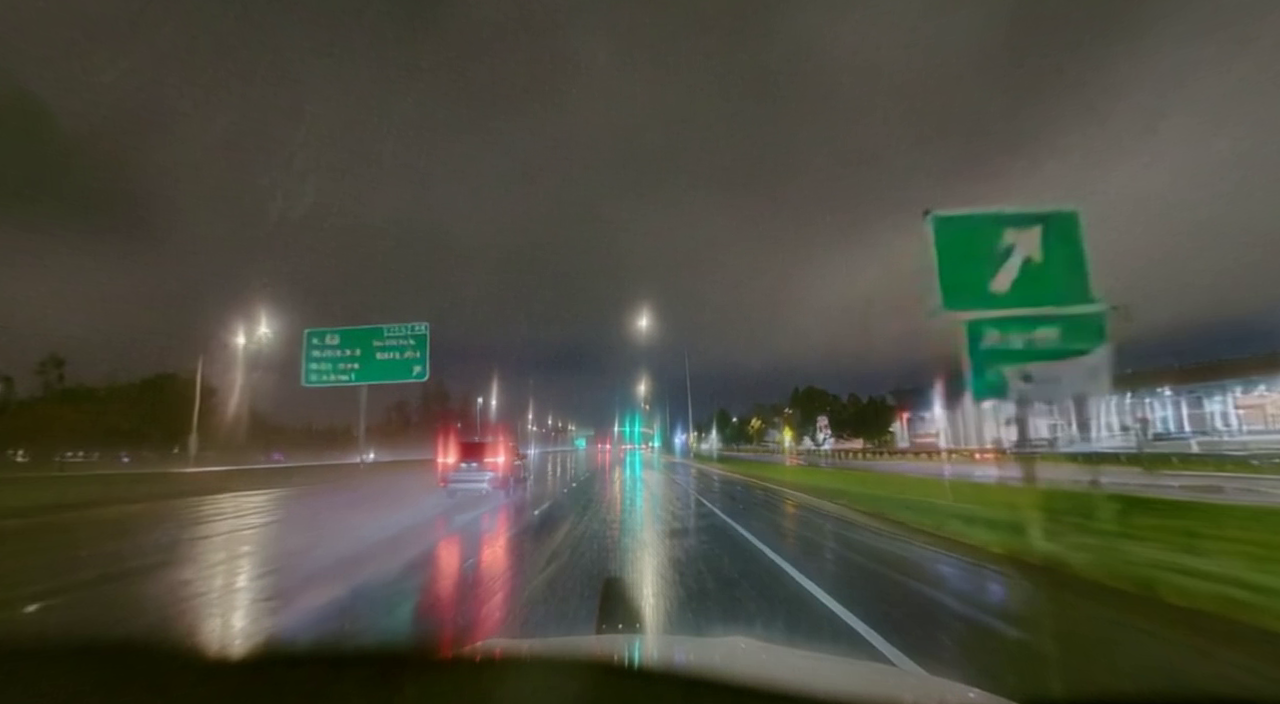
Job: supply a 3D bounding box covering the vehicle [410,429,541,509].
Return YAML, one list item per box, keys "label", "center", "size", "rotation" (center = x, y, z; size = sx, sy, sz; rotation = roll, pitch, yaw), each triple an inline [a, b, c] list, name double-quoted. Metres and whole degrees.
- label: "vehicle"
  center: [-4.053, 2.961, 16.522]
  size: [2.150, 1.761, 4.697]
  rotation: [0, -8, 0]
